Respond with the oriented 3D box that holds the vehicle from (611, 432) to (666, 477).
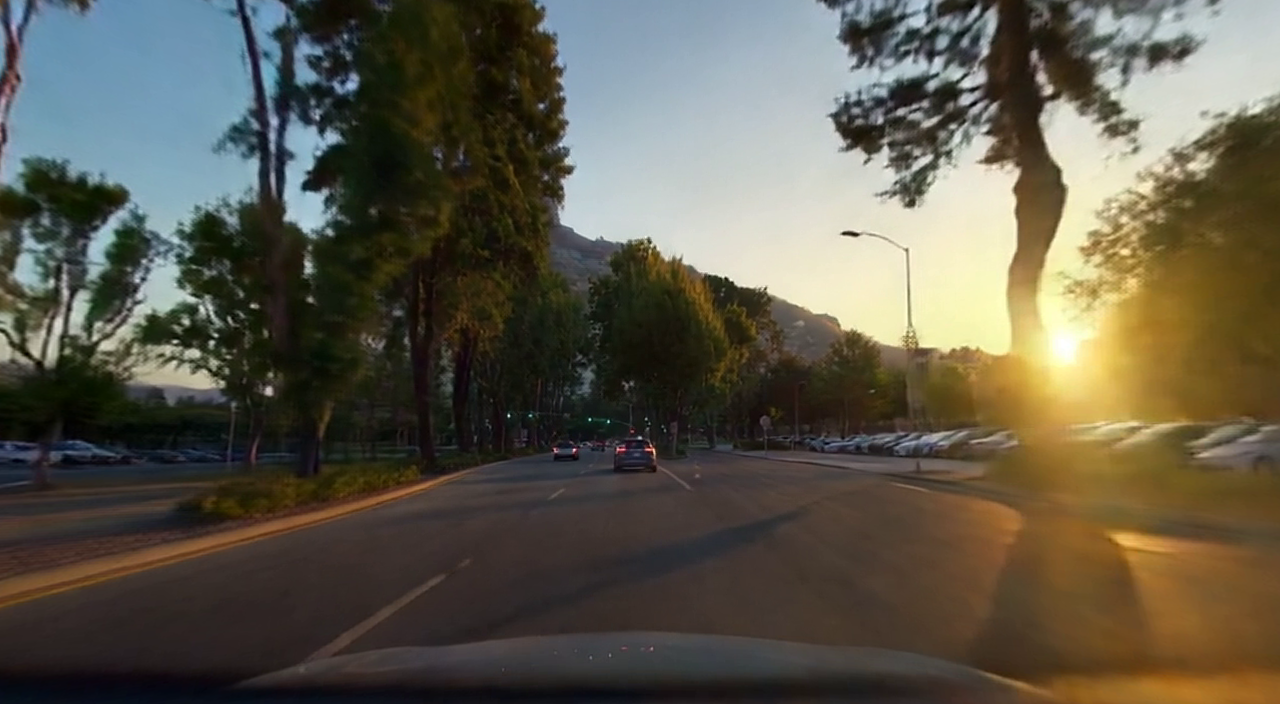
[{"bbox_3d":[-0.114,4.258,26.295,2.135,1.691,3.884,0,-9,-1],"label":"vehicle"}]
